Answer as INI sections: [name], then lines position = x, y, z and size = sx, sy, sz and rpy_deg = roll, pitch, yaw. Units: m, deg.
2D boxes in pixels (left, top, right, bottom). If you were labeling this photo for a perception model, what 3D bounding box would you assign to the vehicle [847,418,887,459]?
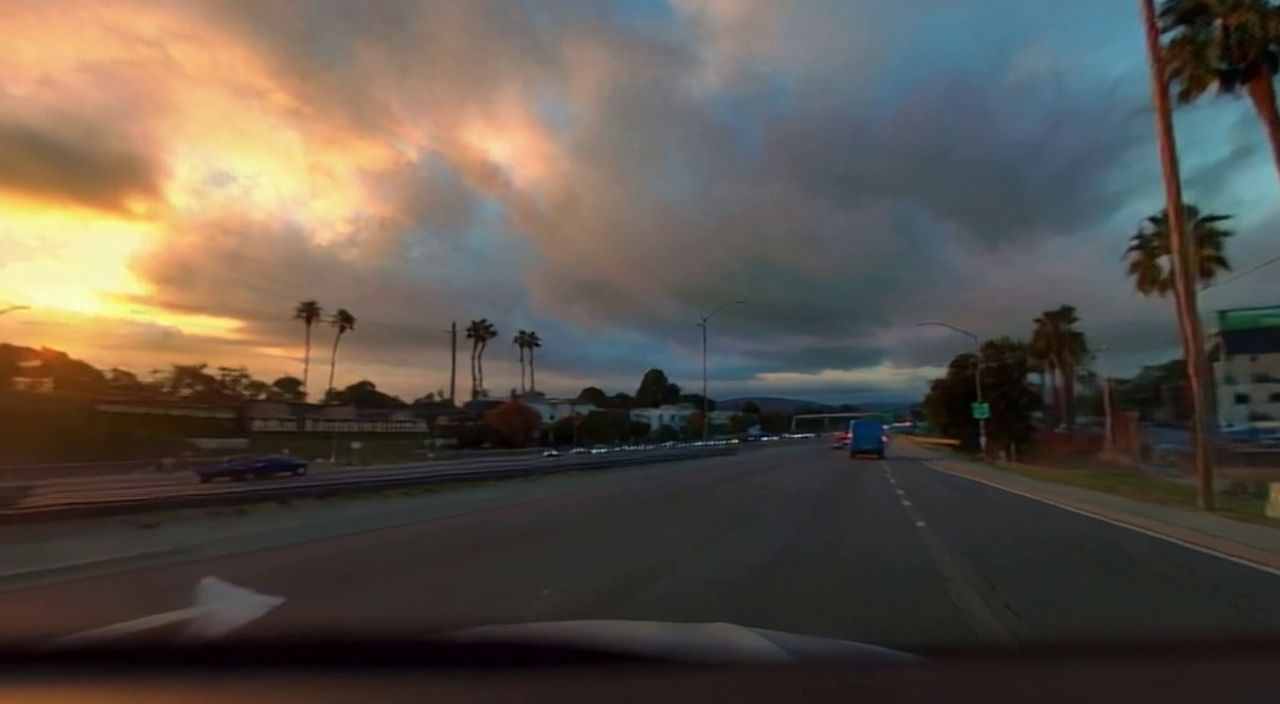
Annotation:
[vehicle]
position = 17.421, 6.654, 48.567
size = 2.606, 3.020, 4.180
rpy_deg = -3, -8, 19
